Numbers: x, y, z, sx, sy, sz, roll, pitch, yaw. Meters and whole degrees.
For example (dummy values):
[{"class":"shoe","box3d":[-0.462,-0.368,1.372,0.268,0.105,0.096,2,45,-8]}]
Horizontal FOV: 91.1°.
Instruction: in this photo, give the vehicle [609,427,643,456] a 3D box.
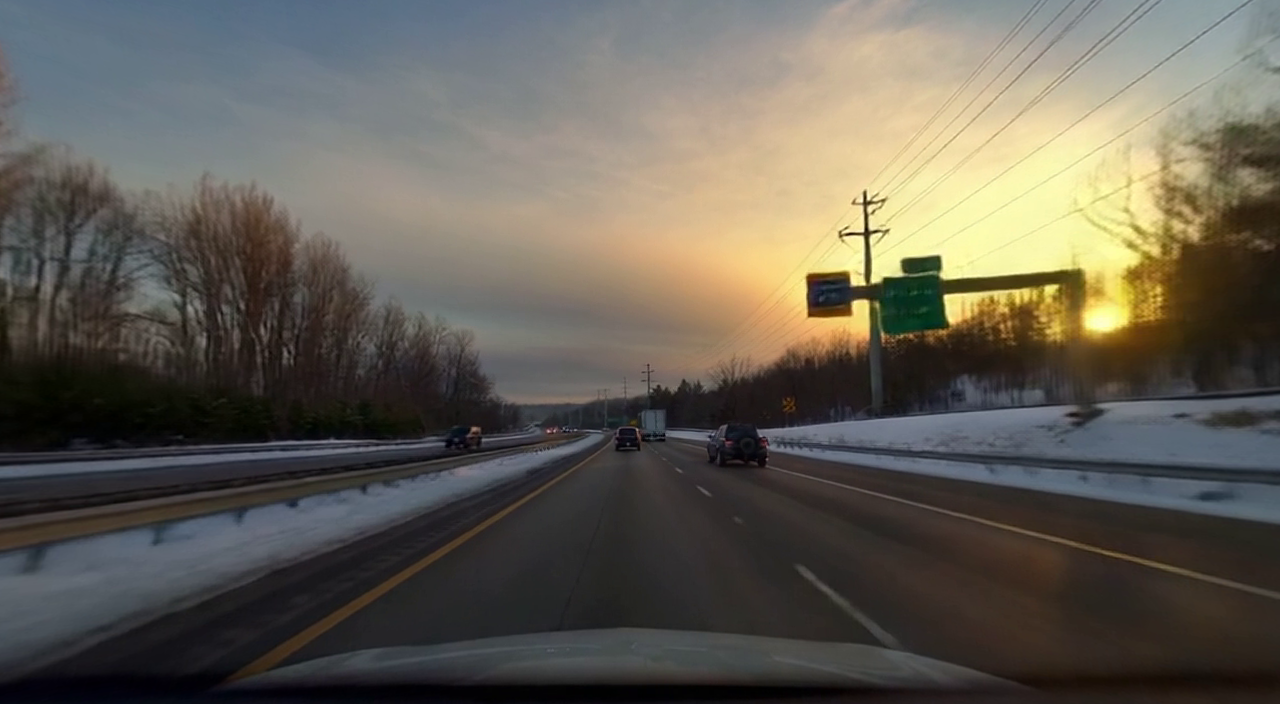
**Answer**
[{"class":"vehicle","box3d":[-0.861,5.527,38.890,2.019,1.642,3.790,0,-8,-1]}]

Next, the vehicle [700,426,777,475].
[{"class":"vehicle","box3d":[3.408,3.489,22.600,2.062,1.581,3.914,0,-8,-1]}]
